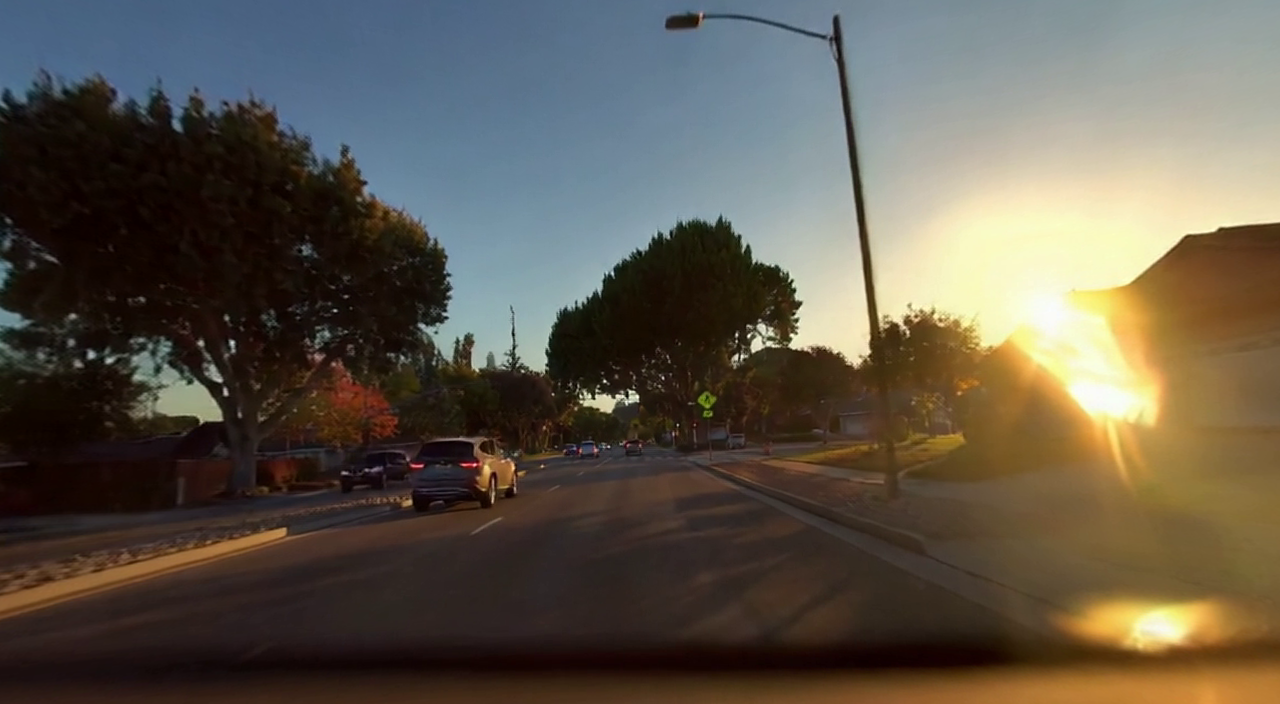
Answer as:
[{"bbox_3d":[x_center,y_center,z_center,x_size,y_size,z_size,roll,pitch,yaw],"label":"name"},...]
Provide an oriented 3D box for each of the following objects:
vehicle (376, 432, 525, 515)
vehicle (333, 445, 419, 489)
[{"bbox_3d":[-4.375,2.873,15.502,2.169,1.706,4.638,0,-8,0],"label":"vehicle"},{"bbox_3d":[-14.586,6.357,35.393,2.263,2.211,6.122,0,-8,-1],"label":"vehicle"}]
